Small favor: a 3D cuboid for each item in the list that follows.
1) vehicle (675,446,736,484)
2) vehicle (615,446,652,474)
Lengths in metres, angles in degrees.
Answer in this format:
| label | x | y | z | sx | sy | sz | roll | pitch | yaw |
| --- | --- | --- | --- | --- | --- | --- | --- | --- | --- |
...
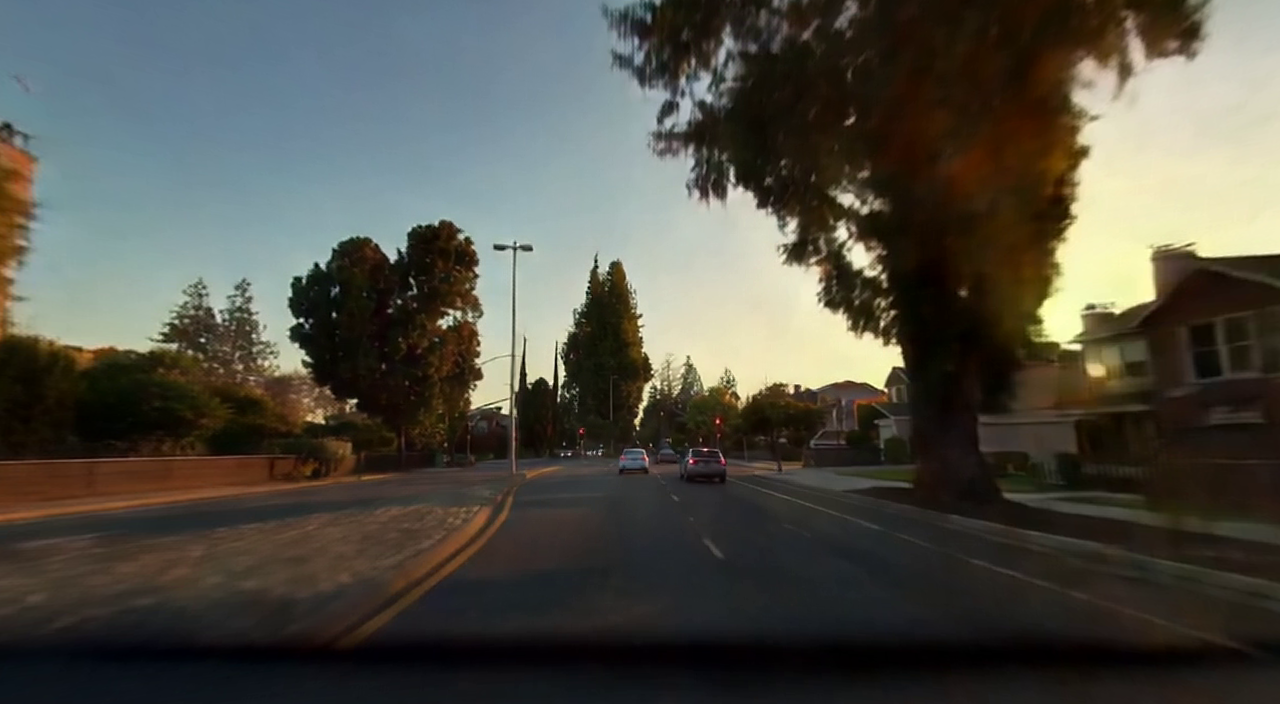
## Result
| label | x | y | z | sx | sy | sz | roll | pitch | yaw |
| --- | --- | --- | --- | --- | --- | --- | --- | --- | --- |
| vehicle | 2.706 | 4.784 | 27.110 | 2.057 | 1.496 | 4.401 | 0 | -8 | -1 |
| vehicle | -0.393 | 6.345 | 37.401 | 2.018 | 1.511 | 3.993 | 0 | -8 | -1 |
